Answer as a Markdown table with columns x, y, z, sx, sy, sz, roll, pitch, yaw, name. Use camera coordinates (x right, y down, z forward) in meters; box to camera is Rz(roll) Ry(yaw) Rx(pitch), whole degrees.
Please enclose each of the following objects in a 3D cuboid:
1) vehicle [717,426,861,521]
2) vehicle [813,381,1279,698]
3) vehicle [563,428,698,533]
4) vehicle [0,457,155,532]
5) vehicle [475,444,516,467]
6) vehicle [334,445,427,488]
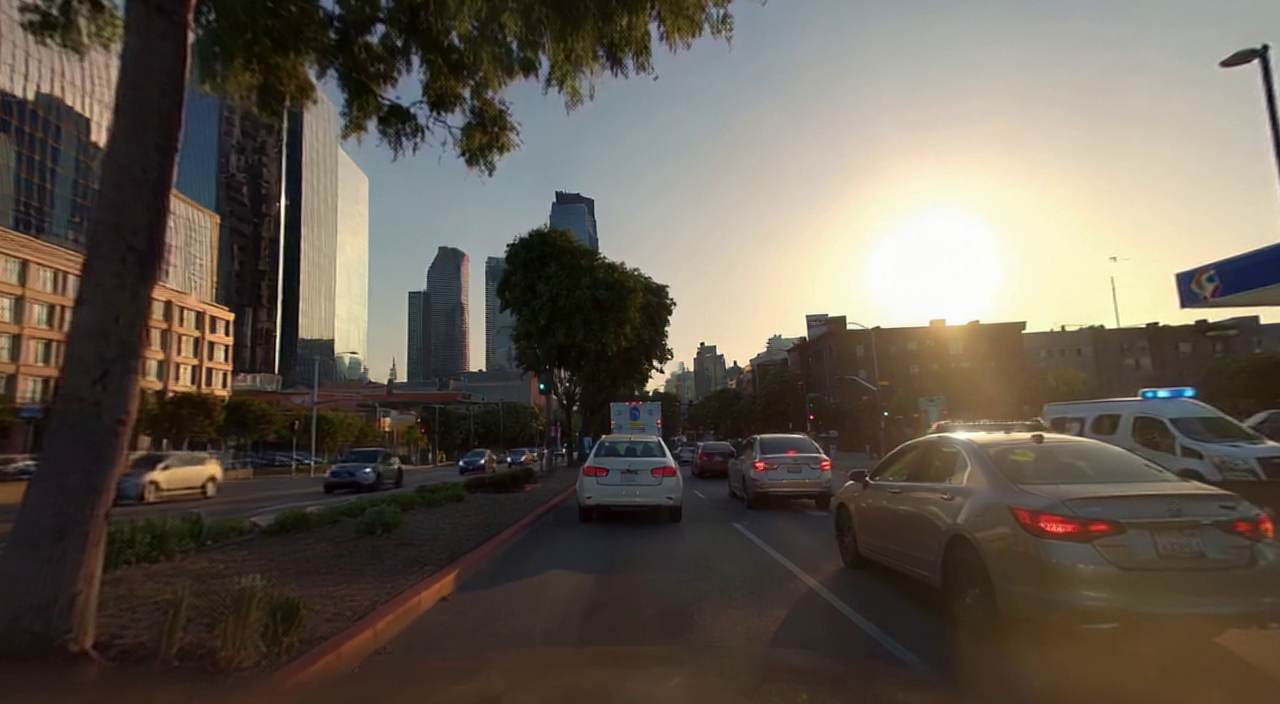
| x | y | z | sx | sy | sz | roll | pitch | yaw | name |
| --- | --- | --- | --- | --- | --- | --- | --- | --- | --- |
| 2.928 | 2.501 | 13.456 | 1.995 | 1.677 | 4.106 | 0 | -9 | -1 | vehicle |
| 3.325 | 1.336 | 5.720 | 2.056 | 1.700 | 4.399 | 0 | -9 | -3 | vehicle |
| -0.183 | 2.289 | 11.765 | 2.106 | 1.613 | 3.697 | 0 | -9 | -1 | vehicle |
| -14.357 | 3.318 | 15.179 | 1.883 | 1.479 | 4.471 | 0 | -9 | 0 | vehicle |
| -11.346 | 8.164 | 49.881 | 2.083 | 1.719 | 4.497 | -1 | -9 | 1 | vehicle |
| -11.062 | 4.865 | 27.337 | 2.055 | 1.663 | 4.637 | 0 | -9 | 0 | vehicle |
